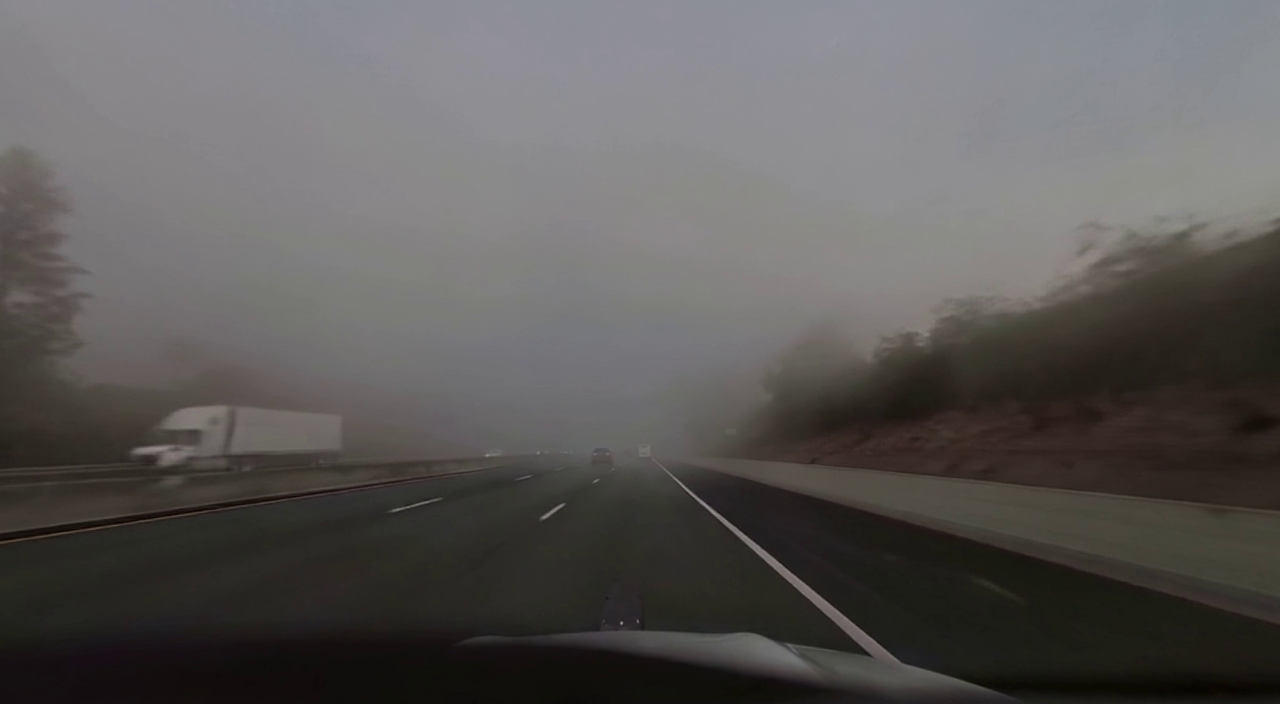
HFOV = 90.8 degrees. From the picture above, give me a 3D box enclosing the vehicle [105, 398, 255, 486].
[{"bbox_3d":[-23.069,4.624,32.179,2.967,4.002,5.886,0,-9,0],"label":"vehicle"}]
